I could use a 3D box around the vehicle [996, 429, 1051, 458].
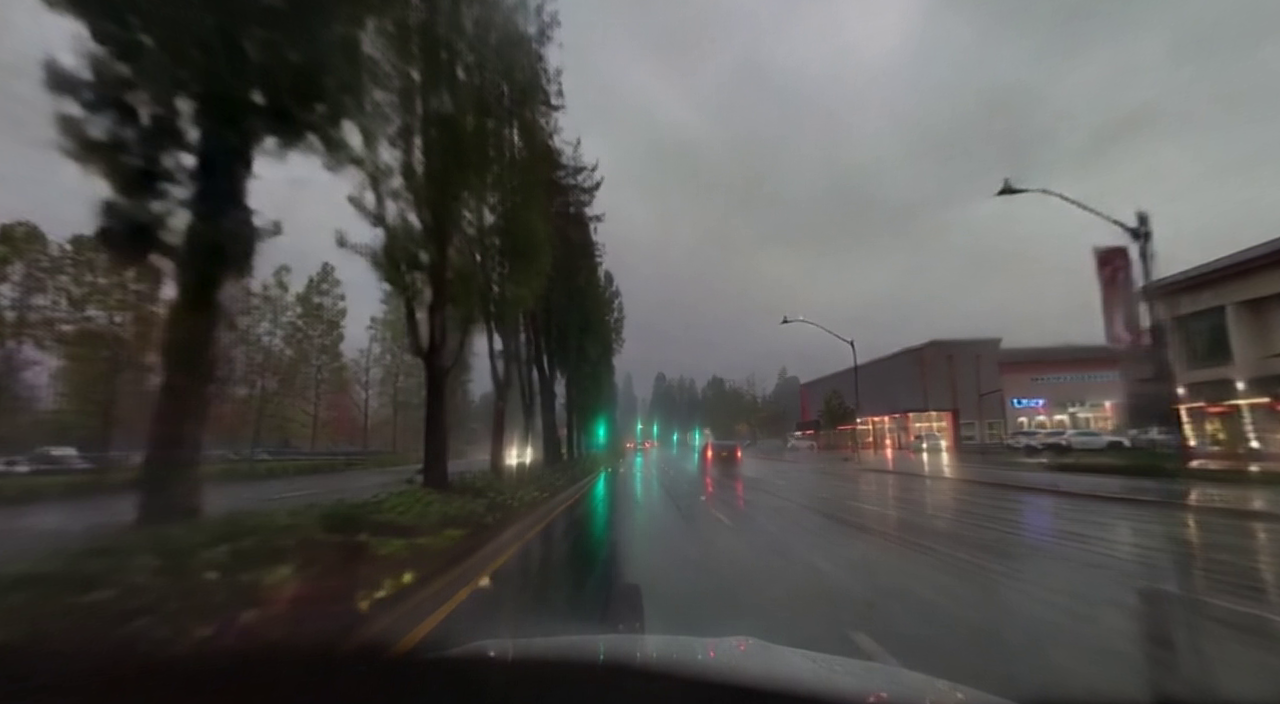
[{"bbox_3d":[28.914,6.939,47.820,2.501,2.045,5.267,-3,-9,20],"label":"vehicle"}]

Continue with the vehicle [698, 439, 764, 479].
[{"bbox_3d":[3.657,4.380,26.156,1.983,1.482,4.463,0,-9,-1],"label":"vehicle"}]

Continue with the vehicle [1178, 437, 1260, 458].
[{"bbox_3d":[43.350,7.165,47.404,1.901,1.411,4.378,-2,-9,-1],"label":"vehicle"}]

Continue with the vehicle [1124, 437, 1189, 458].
[{"bbox_3d":[38.579,7.163,47.267,1.700,1.429,3.674,-1,-9,1],"label":"vehicle"}]

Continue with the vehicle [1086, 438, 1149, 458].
[{"bbox_3d":[36.015,7.291,47.771,1.819,1.436,4.046,-1,-9,5],"label":"vehicle"}]
